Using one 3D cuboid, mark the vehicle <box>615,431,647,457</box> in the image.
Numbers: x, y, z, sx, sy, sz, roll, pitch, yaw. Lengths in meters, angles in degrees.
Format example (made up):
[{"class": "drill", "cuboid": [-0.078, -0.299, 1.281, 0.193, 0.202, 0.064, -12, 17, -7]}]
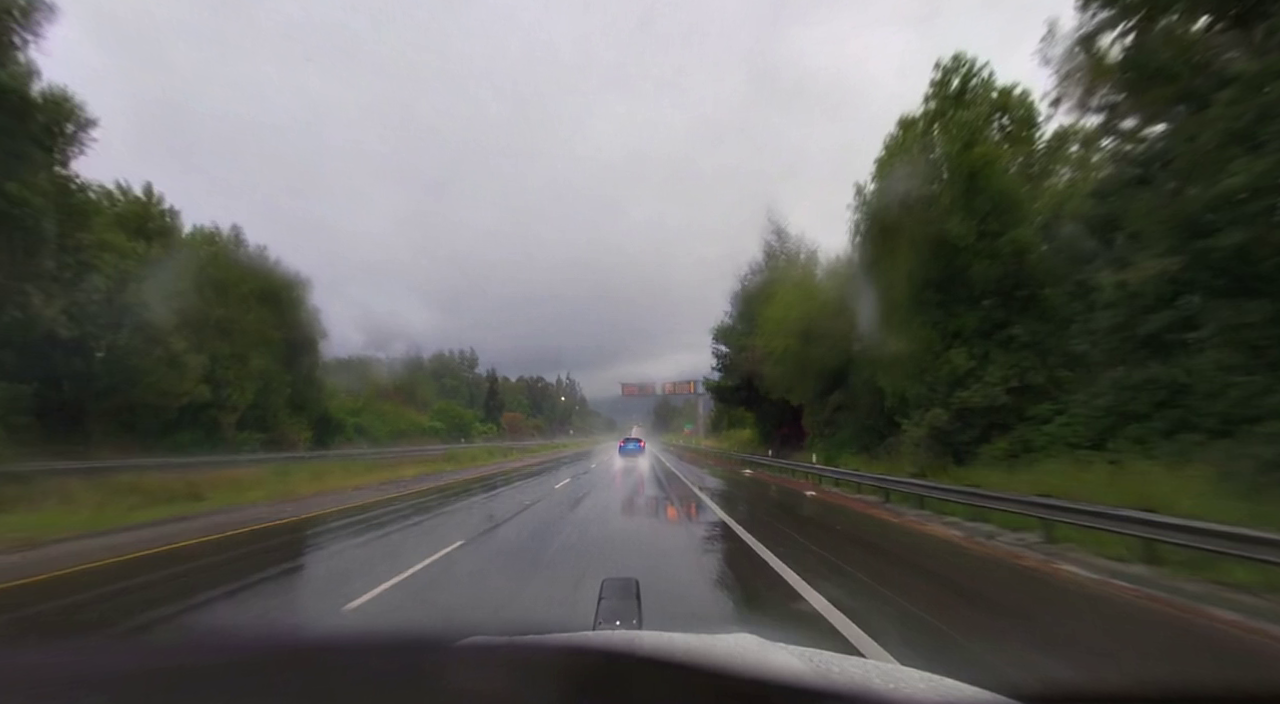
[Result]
[{"class": "vehicle", "cuboid": [-0.640, 6.574, 45.147, 2.180, 1.717, 4.139, 0, -8, -1]}]
